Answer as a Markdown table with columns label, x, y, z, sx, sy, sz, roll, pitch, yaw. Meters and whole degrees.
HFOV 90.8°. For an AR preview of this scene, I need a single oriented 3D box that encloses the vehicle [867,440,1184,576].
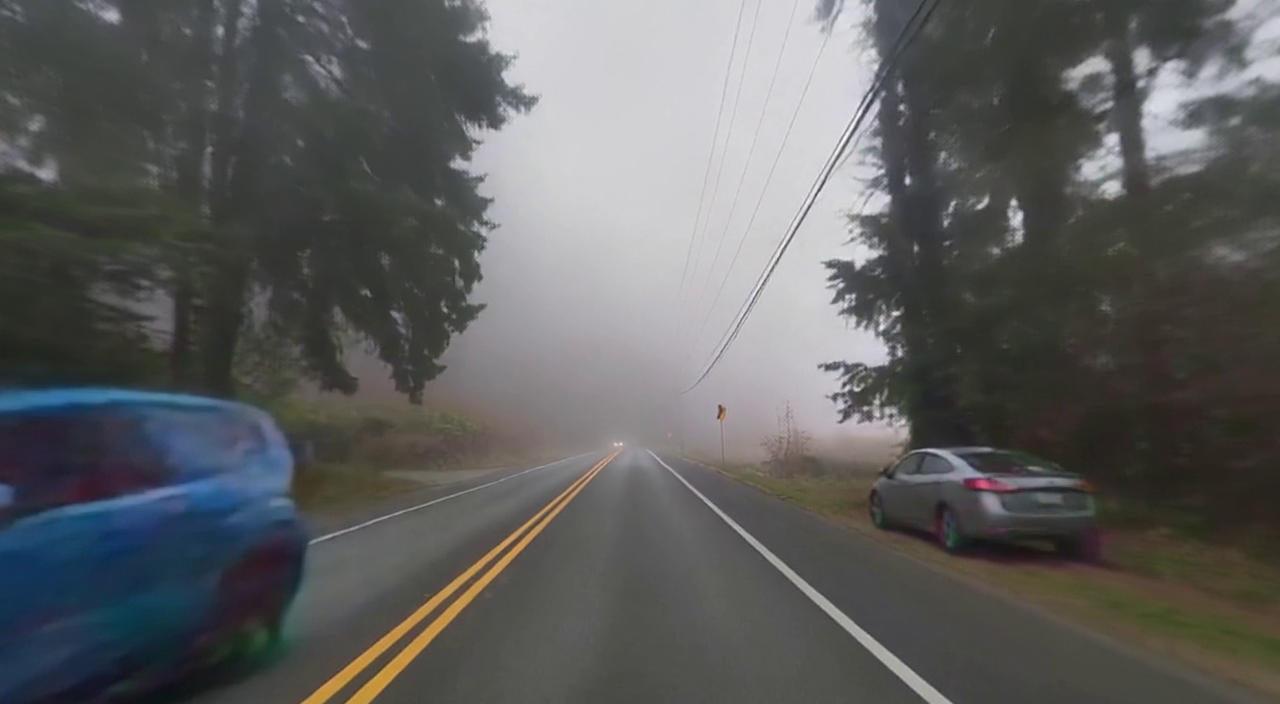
| label | x | y | z | sx | sy | sz | roll | pitch | yaw |
| --- | --- | --- | --- | --- | --- | --- | --- | --- | --- |
| vehicle | 5.036 | 2.047 | 9.162 | 1.905 | 1.482 | 4.240 | 0 | -9 | 0 |

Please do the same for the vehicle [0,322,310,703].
| label | x | y | z | sx | sy | sz | roll | pitch | yaw |
| --- | --- | --- | --- | --- | --- | --- | --- | --- | --- |
| vehicle | -3.231 | 0.733 | 1.957 | 2.023 | 1.722 | 4.372 | 0 | -8 | 0 |
